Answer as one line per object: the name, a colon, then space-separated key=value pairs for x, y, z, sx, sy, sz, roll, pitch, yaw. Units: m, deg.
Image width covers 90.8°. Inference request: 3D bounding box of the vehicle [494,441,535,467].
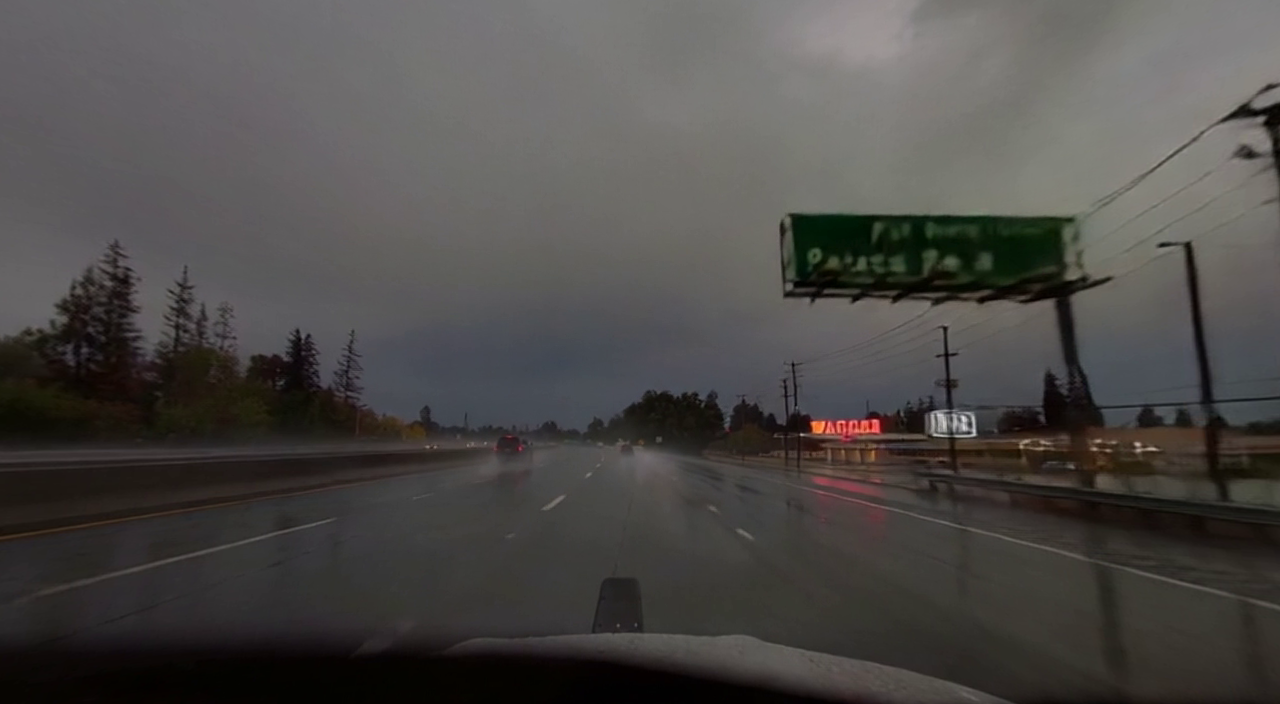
vehicle: x=-8.612 y=7.008 z=43.730 sx=2.053 sy=1.682 sz=4.423 roll=0 pitch=-8 yaw=-1
